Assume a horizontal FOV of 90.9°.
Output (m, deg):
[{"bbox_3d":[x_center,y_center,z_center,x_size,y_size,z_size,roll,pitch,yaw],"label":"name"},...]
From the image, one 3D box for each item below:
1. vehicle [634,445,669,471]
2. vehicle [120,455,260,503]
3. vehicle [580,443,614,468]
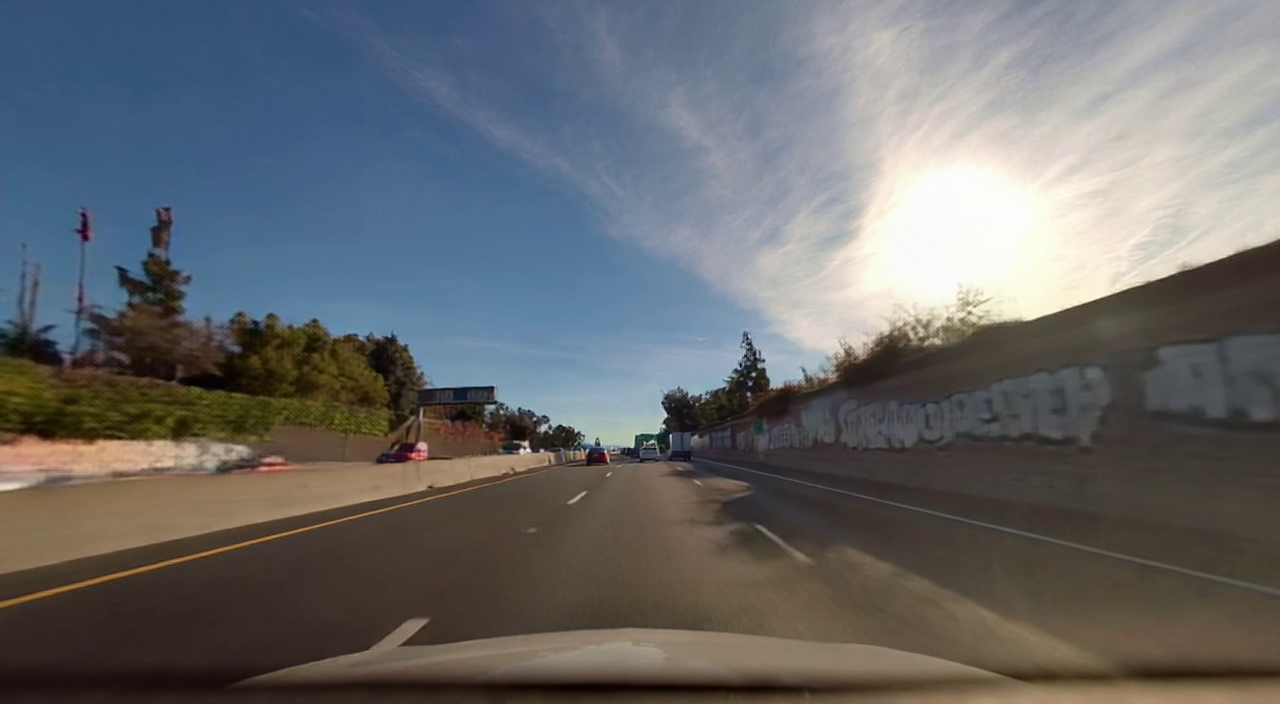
[{"bbox_3d":[0.684,6.507,38.930,2.009,1.506,4.091,0,-9,0],"label":"vehicle"},{"bbox_3d":[-15.939,4.482,22.651,1.830,1.480,4.231,0,-9,1],"label":"vehicle"},{"bbox_3d":[-2.983,7.352,44.794,2.095,1.671,4.193,0,-9,1],"label":"vehicle"}]
